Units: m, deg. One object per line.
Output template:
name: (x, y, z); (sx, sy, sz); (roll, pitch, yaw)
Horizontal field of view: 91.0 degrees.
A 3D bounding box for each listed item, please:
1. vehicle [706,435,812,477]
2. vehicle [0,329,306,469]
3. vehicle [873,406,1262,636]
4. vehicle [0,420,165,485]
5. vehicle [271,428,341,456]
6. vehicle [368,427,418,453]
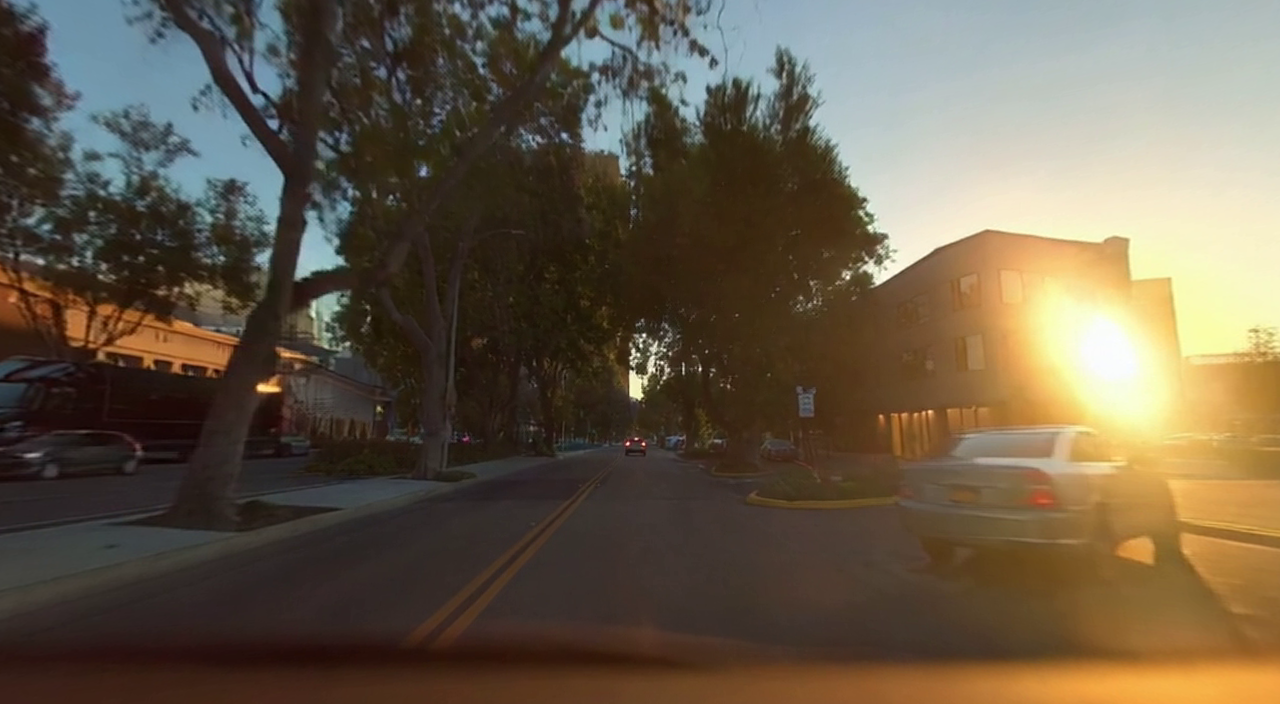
vehicle: (4.614, 3.961, 24.287); (3.896, 1.488, 1.868); (6, -10, -38)
vehicle: (-18.858, 2.347, 25.575); (3.054, 4.140, 14.110); (-1, -8, -1)
vehicle: (4.539, 1.401, 6.368); (4.720, 1.487, 1.876); (6, -10, -39)
vehicle: (-15.377, 2.626, 16.672); (1.909, 1.465, 4.758); (0, -8, -1)
vehicle: (-18.944, 5.136, 35.913); (1.828, 1.502, 4.103); (0, -8, -1)
vehicle: (-19.057, 6.826, 48.838); (1.963, 1.843, 4.866); (-1, -8, -1)
